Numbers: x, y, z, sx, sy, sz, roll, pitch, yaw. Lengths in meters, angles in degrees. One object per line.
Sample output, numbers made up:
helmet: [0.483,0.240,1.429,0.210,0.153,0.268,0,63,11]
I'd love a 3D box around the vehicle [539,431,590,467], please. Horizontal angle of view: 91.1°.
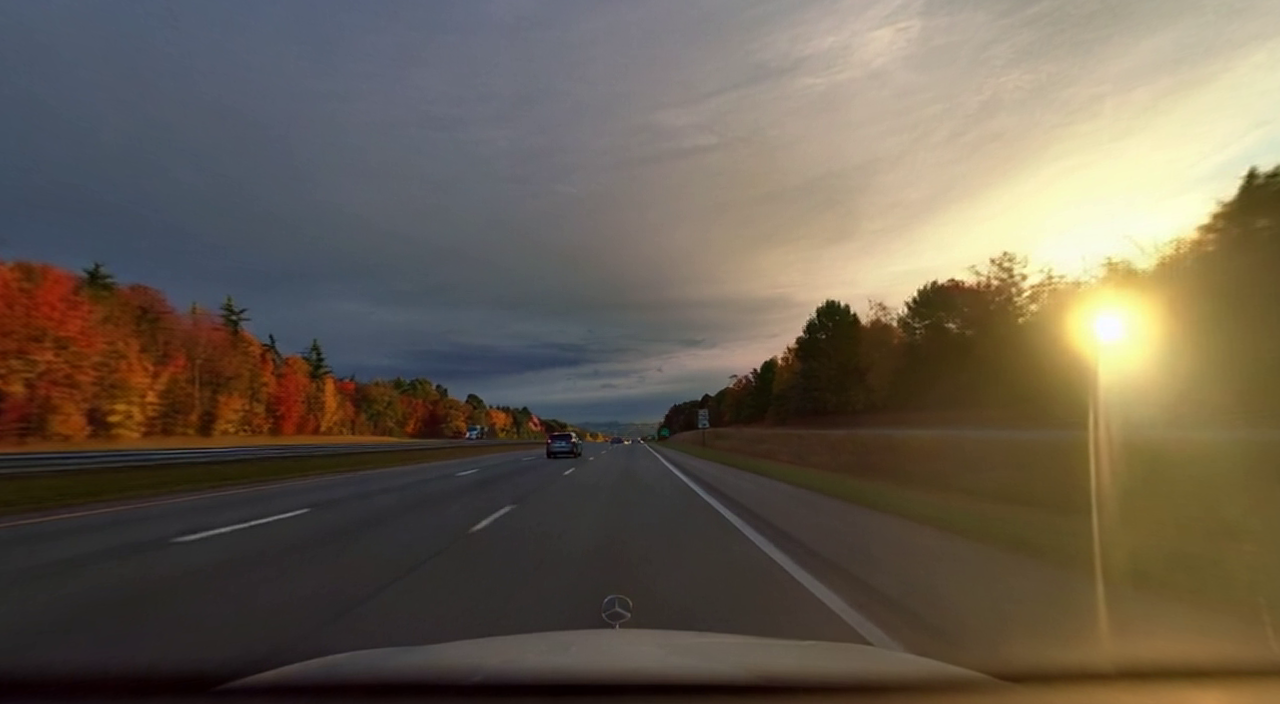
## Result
vehicle: [-3.692,4.803,31.430,2.057,1.666,4.552,0,-8,-1]
